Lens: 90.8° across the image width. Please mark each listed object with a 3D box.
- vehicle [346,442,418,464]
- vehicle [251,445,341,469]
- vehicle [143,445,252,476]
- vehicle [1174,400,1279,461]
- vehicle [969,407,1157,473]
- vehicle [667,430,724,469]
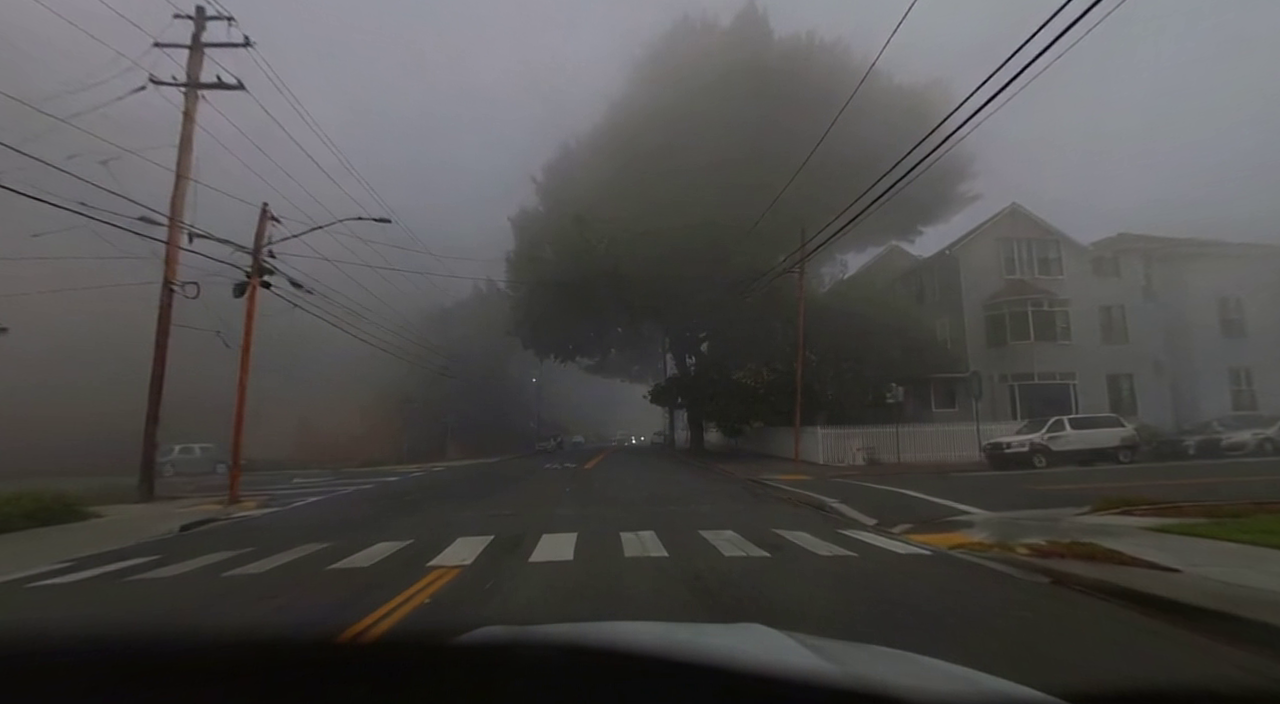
[{"bbox_3d":[-18.540,7.287,45.553,1.835,1.463,4.469,-4,-10,32],"label":"vehicle"},{"bbox_3d":[-21.956,6.707,40.481,1.797,1.446,4.694,-4,-10,30],"label":"vehicle"},{"bbox_3d":[-25.044,6.121,35.945,1.814,1.462,4.703,-8,-10,30],"label":"vehicle"},{"bbox_3d":[19.786,2.382,19.815,4.264,1.730,1.961,-2,-7,-3],"label":"vehicle"},{"bbox_3d":[12.943,2.716,19.508,4.375,1.733,1.953,-2,-9,-4],"label":"vehicle"},{"bbox_3d":[2.388,4.356,28.223,1.999,1.604,4.065,0,-8,-3],"label":"vehicle"}]
